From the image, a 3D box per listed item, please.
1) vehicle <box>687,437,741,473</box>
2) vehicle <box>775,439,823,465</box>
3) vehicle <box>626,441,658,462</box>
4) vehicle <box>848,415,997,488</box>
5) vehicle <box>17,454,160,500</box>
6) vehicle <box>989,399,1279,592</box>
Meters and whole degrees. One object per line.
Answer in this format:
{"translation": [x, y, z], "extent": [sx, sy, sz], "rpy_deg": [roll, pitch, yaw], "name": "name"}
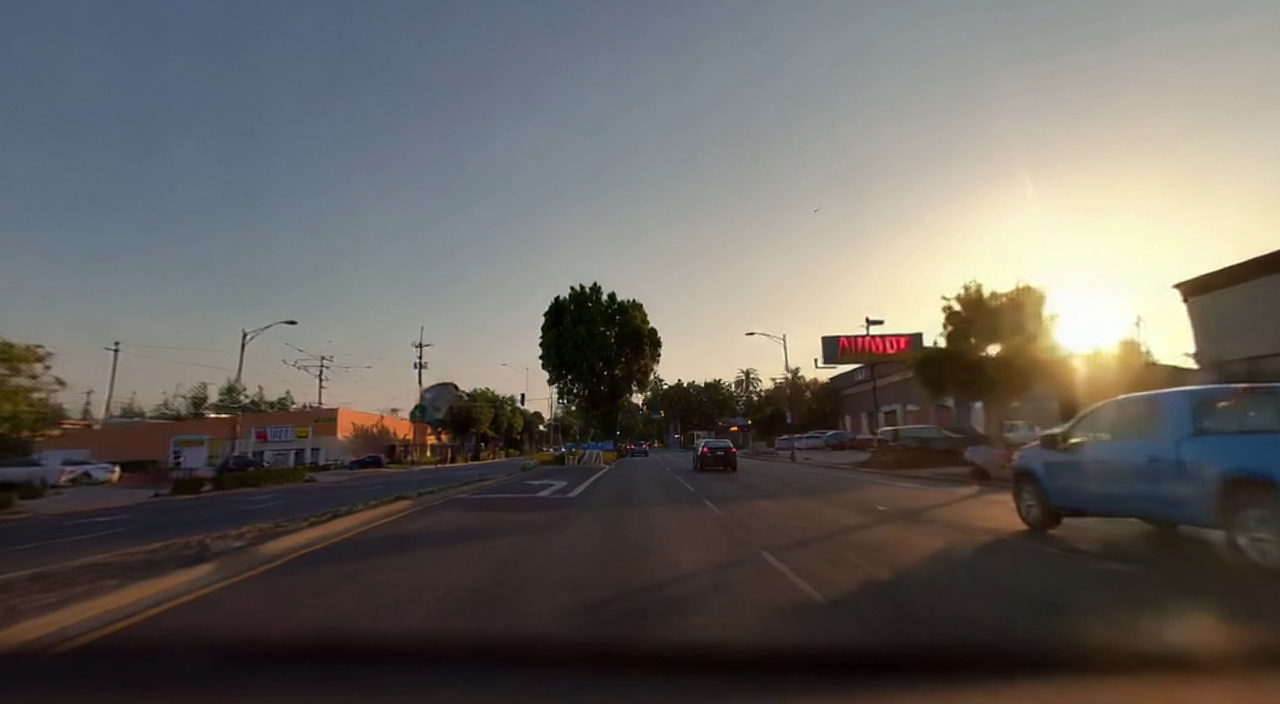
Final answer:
{"translation": [3.346, 4.751, 29.358], "extent": [1.889, 1.541, 4.303], "rpy_deg": [0, -9, -1], "name": "vehicle"}
{"translation": [10.511, 6.645, 42.126], "extent": [1.965, 1.573, 4.308], "rpy_deg": [0, -9, -1], "name": "vehicle"}
{"translation": [0.164, 7.435, 47.209], "extent": [2.258, 1.468, 4.076], "rpy_deg": [0, -9, 0], "name": "vehicle"}
{"translation": [10.265, 3.709, 23.889], "extent": [2.555, 2.184, 6.973], "rpy_deg": [3, -8, 1], "name": "vehicle"}
{"translation": [-24.087, 5.450, 27.930], "extent": [2.029, 1.740, 4.856], "rpy_deg": [0, -9, -2], "name": "vehicle"}
{"translation": [6.436, 1.437, 6.898], "extent": [2.140, 1.606, 5.437], "rpy_deg": [0, -9, 0], "name": "vehicle"}
